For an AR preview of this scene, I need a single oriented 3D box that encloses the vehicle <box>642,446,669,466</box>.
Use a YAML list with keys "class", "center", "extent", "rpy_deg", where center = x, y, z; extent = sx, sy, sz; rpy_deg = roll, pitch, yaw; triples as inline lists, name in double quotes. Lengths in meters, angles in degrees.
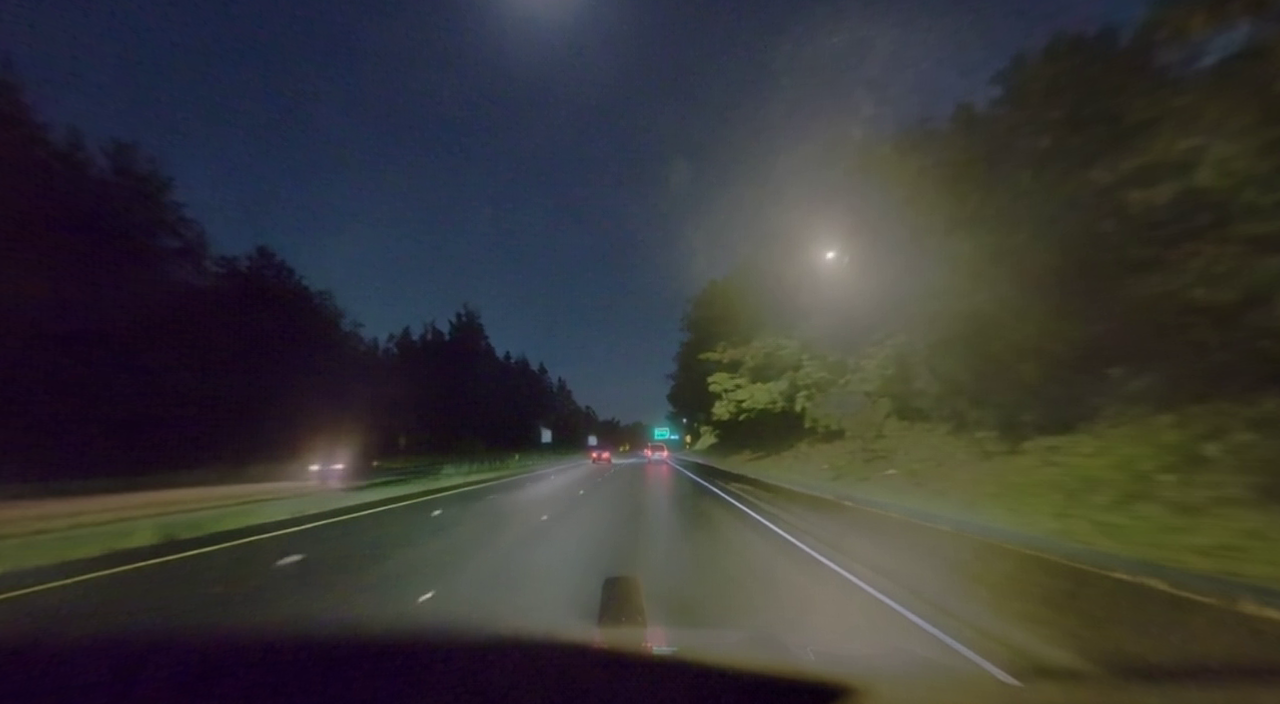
- class: "vehicle"
  center: [1.168, 7.983, 48.353]
  extent: [1.934, 1.488, 3.832]
  rpy_deg: [0, -9, 1]
